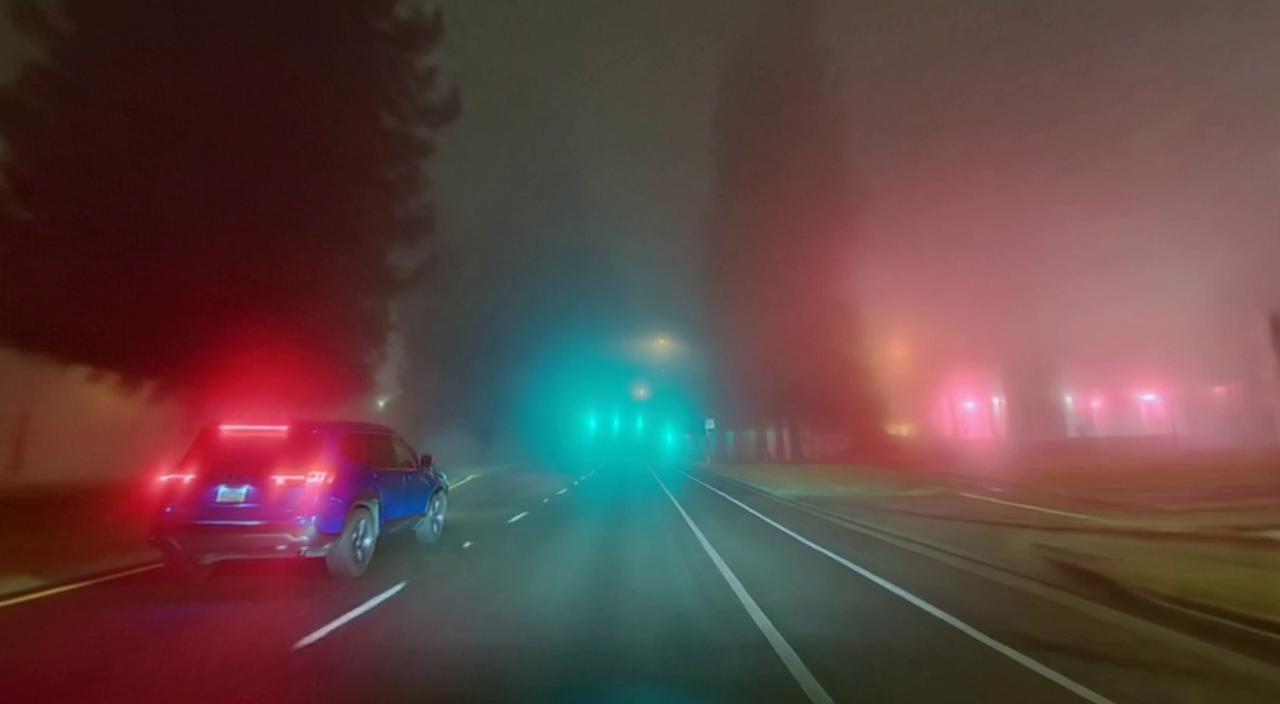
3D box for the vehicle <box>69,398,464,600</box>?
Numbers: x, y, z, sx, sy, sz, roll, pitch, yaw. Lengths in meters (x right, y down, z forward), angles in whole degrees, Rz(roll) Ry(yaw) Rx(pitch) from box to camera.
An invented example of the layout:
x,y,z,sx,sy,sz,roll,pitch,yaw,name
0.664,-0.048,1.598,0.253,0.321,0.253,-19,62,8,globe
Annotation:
x,y,z,sx,sy,sz,roll,pitch,yaw,name
-3.860,1.623,7.748,2.121,1.724,4.392,1,-9,0,vehicle
